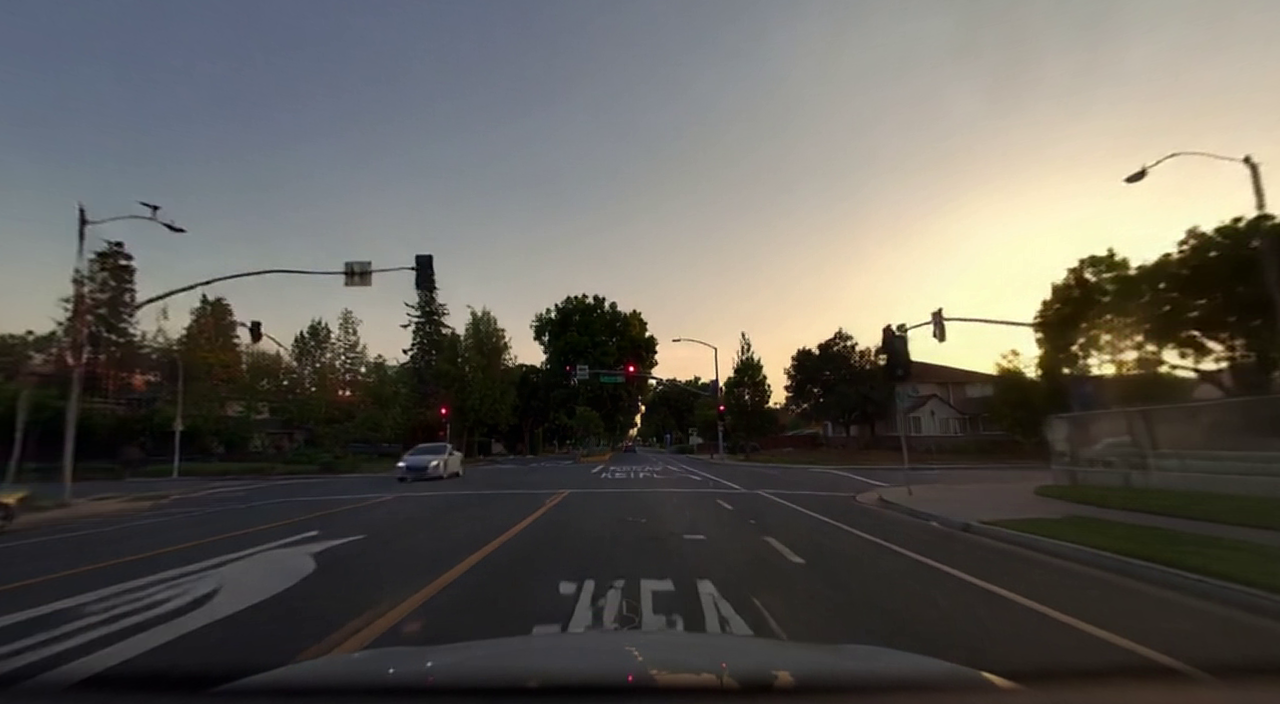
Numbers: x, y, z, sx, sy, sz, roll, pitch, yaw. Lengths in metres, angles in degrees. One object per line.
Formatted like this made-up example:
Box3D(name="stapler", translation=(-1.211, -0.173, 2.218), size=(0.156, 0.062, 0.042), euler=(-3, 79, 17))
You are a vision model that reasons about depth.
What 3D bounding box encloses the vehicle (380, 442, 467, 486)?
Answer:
Box3D(name="vehicle", translation=(-8.049, 4.165, 23.860), size=(1.869, 1.497, 3.768), euler=(0, -8, 1))
